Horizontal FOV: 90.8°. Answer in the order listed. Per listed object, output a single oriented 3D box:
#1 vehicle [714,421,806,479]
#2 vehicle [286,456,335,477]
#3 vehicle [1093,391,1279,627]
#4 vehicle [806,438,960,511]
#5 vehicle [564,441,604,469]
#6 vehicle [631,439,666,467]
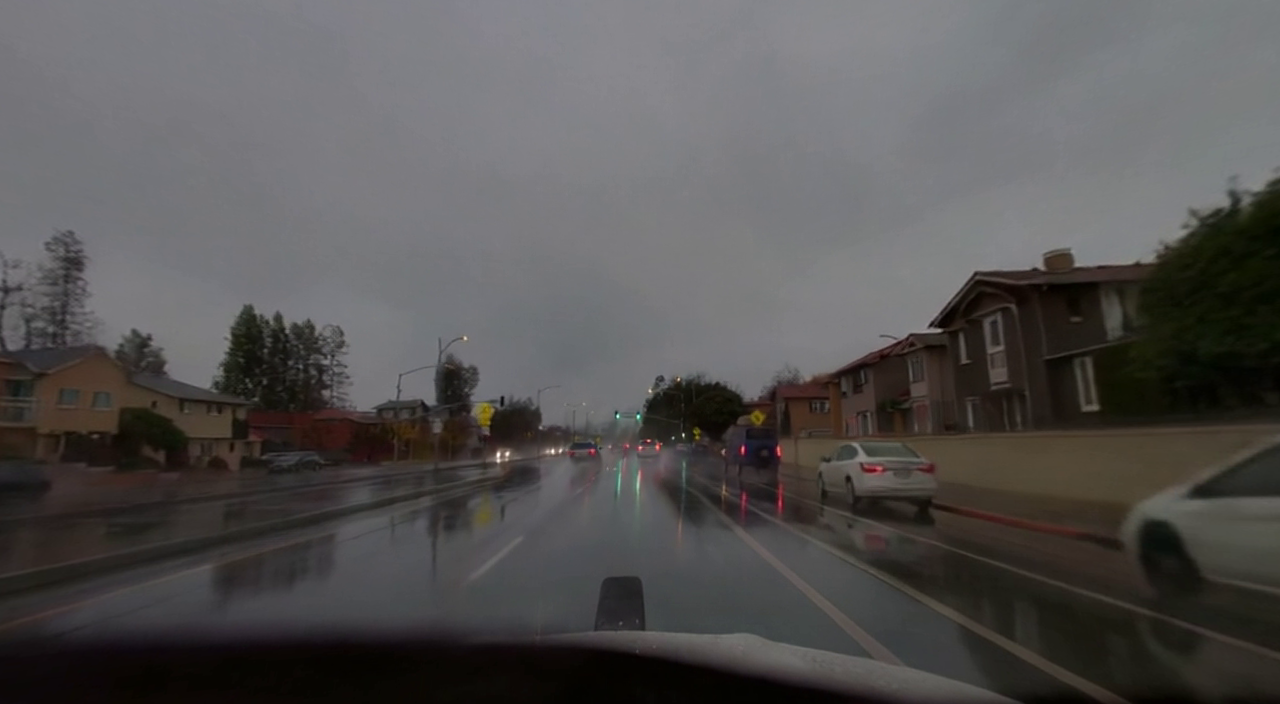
[{"bbox_3d":[5.444,4.650,30.174,2.763,2.329,7.864,-1,-8,0],"label":"vehicle"},{"bbox_3d":[-25.958,9.037,49.879,1.796,1.511,3.879,0,-9,0],"label":"vehicle"},{"bbox_3d":[5.810,1.125,4.390,2.020,1.762,4.559,-1,-9,2],"label":"vehicle"},{"bbox_3d":[5.772,2.941,15.711,1.910,1.520,4.375,0,-9,-3],"label":"vehicle"},{"bbox_3d":[-3.719,6.926,42.656,2.233,1.775,4.491,0,-9,1],"label":"vehicle"},{"bbox_3d":[0.543,7.085,44.543,2.273,1.851,5.075,0,-9,-1],"label":"vehicle"}]
